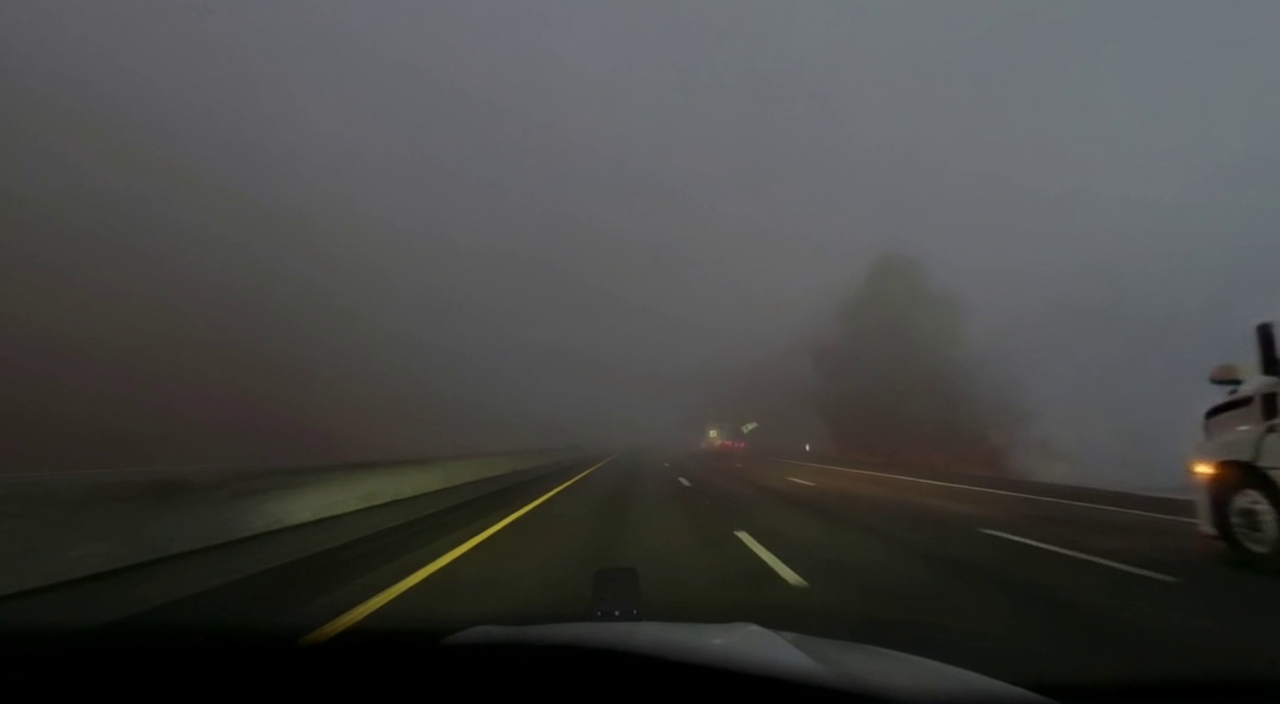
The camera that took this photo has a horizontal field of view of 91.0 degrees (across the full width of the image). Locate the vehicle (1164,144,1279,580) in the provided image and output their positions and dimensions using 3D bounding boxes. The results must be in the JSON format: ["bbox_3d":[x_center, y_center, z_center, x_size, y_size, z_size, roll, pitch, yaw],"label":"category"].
[{"bbox_3d":[7.430,-0.187,3.946,2.917,4.022,5.895,0,-8,0],"label":"vehicle"}]
